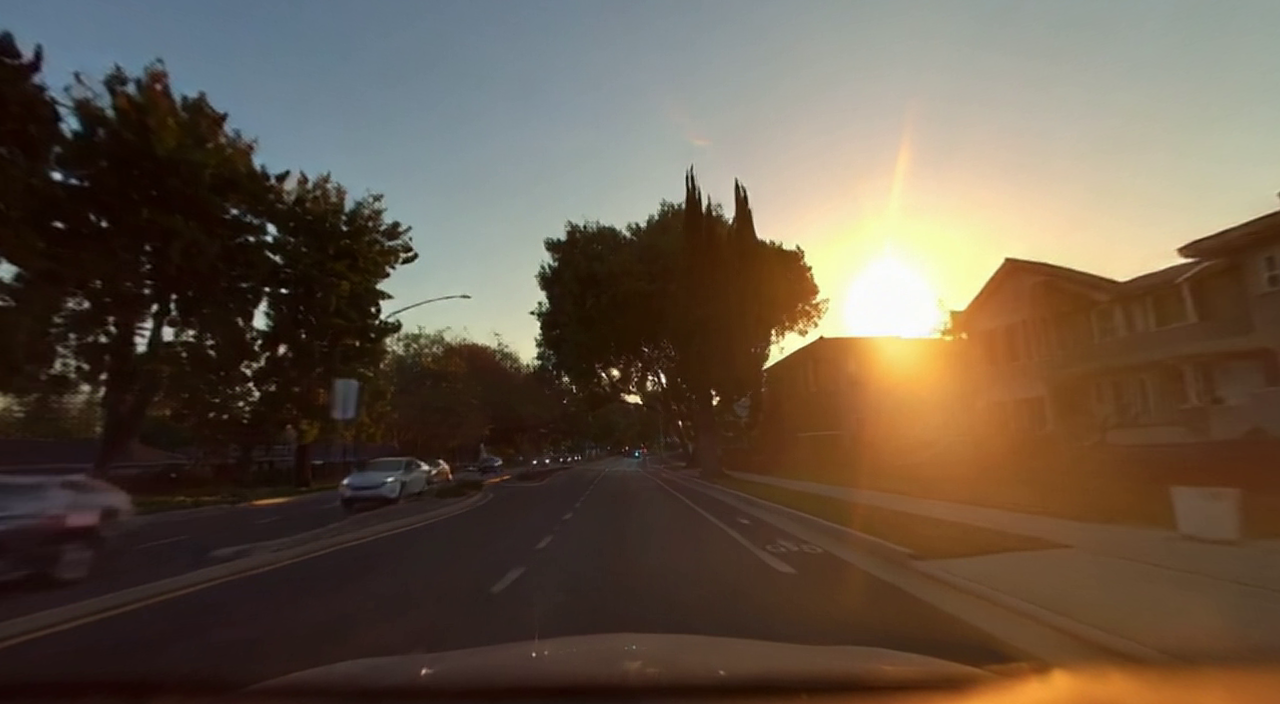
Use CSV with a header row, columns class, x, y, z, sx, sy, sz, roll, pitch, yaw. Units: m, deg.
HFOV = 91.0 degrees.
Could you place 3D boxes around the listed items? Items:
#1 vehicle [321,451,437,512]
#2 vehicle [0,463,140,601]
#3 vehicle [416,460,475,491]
class,x,y,z,sx,sy,sz,roll,pitch,yaw
vehicle,-8.865,4.383,21.920,2.057,1.805,4.933,0,-9,-2
vehicle,-8.237,2.051,6.841,2.050,1.486,4.512,-2,-9,-3
vehicle,-10.923,6.940,35.671,1.925,1.503,4.411,0,-9,1
